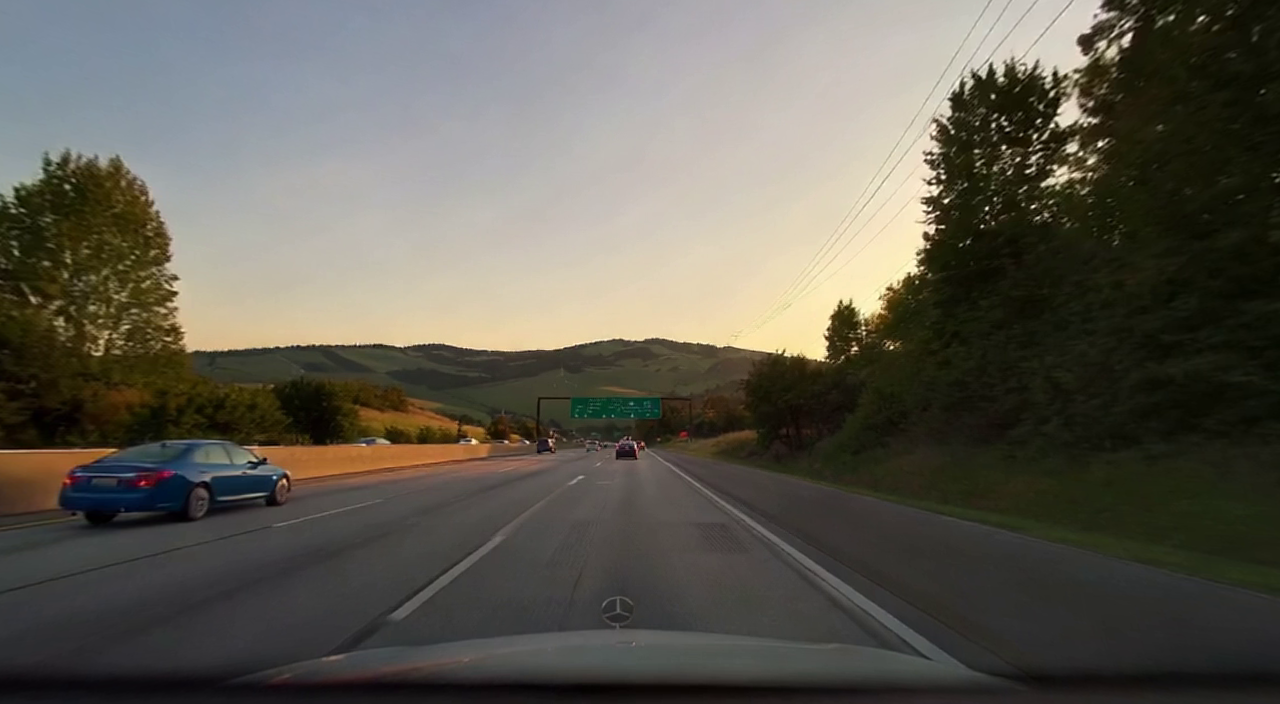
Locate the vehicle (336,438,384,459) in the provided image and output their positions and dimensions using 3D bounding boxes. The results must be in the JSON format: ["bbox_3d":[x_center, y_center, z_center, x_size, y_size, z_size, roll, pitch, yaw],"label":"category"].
[{"bbox_3d":[-20.124,6.928,45.331,1.750,1.449,3.748,0,-8,-1],"label":"vehicle"}]

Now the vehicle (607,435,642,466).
[{"bbox_3d":[-0.935,5.949,38.142,2.040,1.715,3.906,0,-8,-1],"label":"vehicle"}]

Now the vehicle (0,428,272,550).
[{"bbox_3d":[-8.146,2.002,9.966,2.047,1.486,4.306,0,-8,-1],"label":"vehicle"}]
